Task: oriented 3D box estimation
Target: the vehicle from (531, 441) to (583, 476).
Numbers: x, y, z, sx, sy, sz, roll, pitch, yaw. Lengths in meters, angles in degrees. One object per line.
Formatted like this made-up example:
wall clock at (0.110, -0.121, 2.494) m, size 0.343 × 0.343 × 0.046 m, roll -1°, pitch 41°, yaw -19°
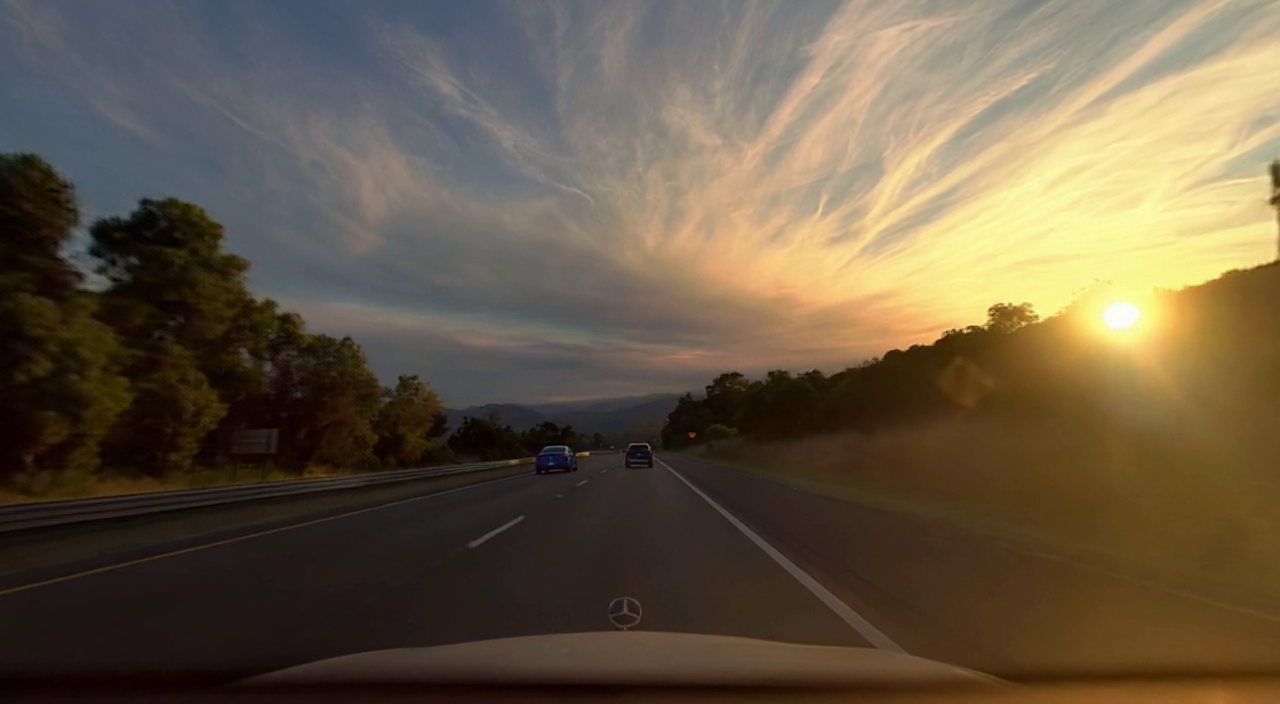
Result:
vehicle at (-4.261, 5.571, 33.108) m, size 2.113 × 1.656 × 4.215 m, roll 0°, pitch -9°, yaw 0°

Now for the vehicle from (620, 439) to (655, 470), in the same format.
vehicle at (-0.149, 6.461, 39.767) m, size 2.126 × 1.786 × 3.958 m, roll 0°, pitch -9°, yaw 0°
